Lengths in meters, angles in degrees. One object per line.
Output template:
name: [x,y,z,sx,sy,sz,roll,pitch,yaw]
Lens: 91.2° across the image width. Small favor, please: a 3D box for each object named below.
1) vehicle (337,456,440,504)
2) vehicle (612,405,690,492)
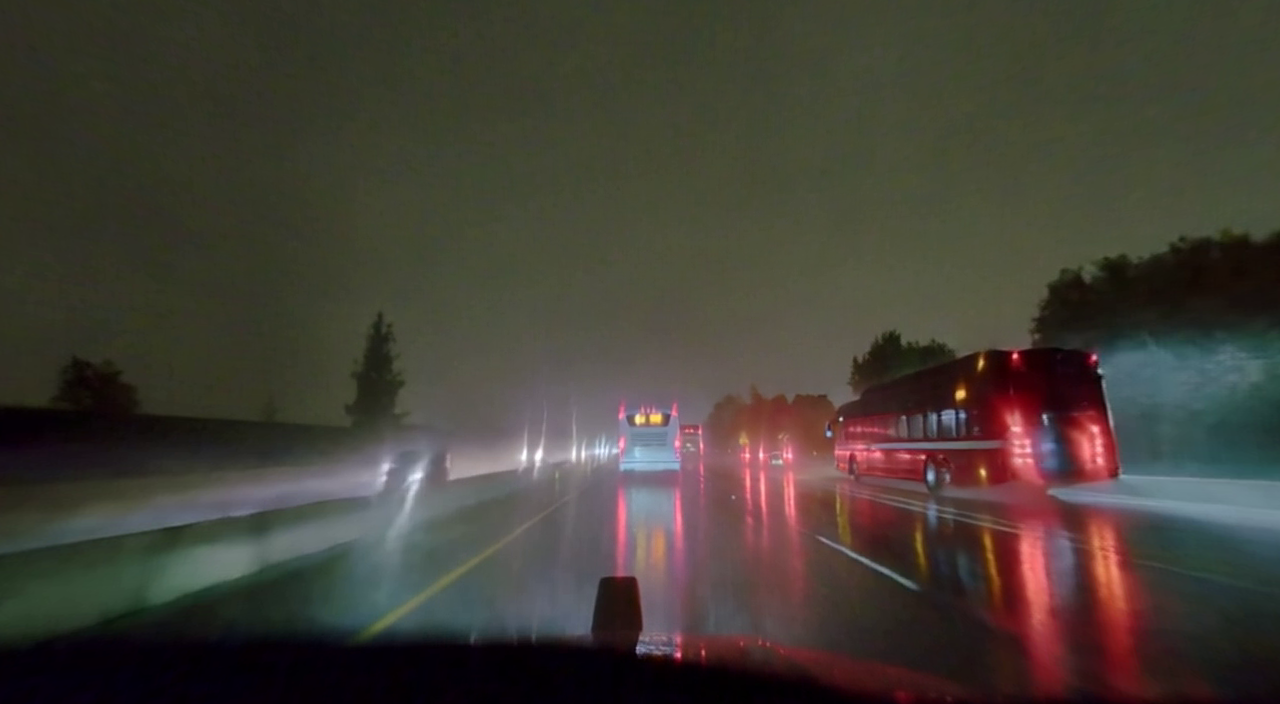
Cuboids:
vehicle: [-9.174,4.683,23.315,1.917,1.523,4.526,-1,-9,1]
vehicle: [0.287,3.422,22.344,2.414,2.675,5.574,0,-9,-1]
